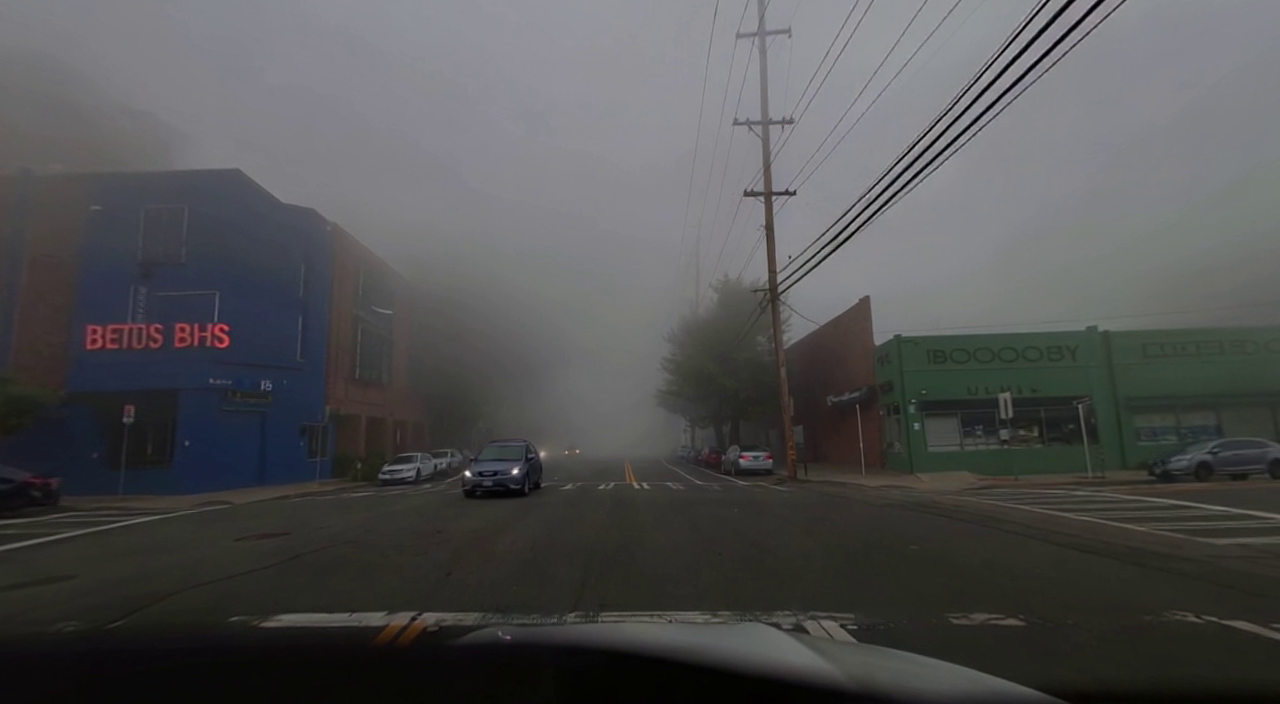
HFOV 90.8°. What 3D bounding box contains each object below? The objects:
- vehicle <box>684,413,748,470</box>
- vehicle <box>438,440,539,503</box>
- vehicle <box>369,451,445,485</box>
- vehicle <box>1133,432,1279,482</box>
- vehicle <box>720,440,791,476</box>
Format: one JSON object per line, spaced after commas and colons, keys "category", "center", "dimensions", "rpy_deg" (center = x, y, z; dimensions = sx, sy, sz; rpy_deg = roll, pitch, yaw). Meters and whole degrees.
{"category": "vehicle", "center": [4.600, 5.651, 39.834], "dimensions": [2.815, 3.203, 7.558], "rpy_deg": [0, -8, -2]}
{"category": "vehicle", "center": [-4.013, 3.221, 17.464], "dimensions": [1.914, 1.506, 4.125], "rpy_deg": [0, -8, -2]}
{"category": "vehicle", "center": [-10.960, 5.461, 30.053], "dimensions": [1.978, 1.452, 4.263], "rpy_deg": [0, -8, 0]}
{"category": "vehicle", "center": [18.618, 3.287, 19.935], "dimensions": [4.368, 1.479, 1.985], "rpy_deg": [0, -9, 1]}
{"category": "vehicle", "center": [5.588, 5.175, 31.125], "dimensions": [1.963, 1.646, 4.204], "rpy_deg": [2, -9, -11]}
